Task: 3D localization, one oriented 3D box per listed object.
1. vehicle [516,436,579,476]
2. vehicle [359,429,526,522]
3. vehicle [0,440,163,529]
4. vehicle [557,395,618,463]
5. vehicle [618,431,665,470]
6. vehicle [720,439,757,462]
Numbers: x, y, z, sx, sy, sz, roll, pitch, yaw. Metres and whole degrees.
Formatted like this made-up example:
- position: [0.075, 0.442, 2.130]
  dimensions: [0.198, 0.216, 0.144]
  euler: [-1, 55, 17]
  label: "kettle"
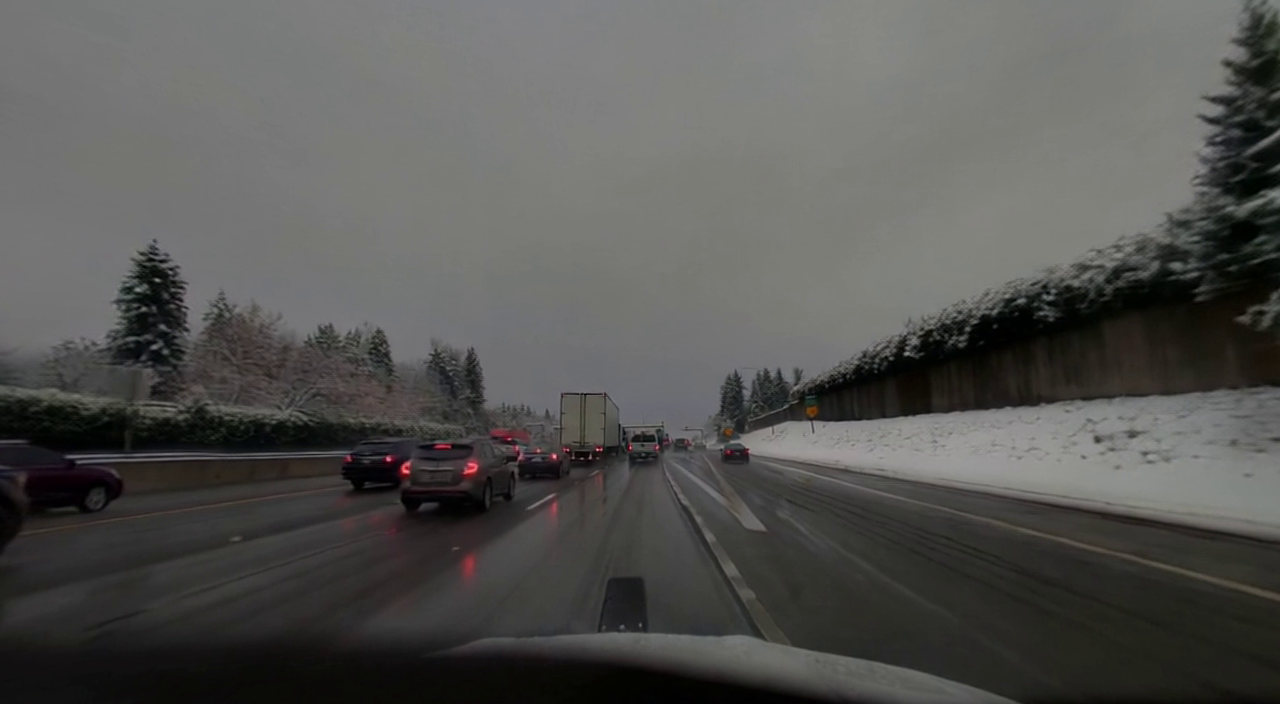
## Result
- position: [-4.025, 4.594, 28.012]
  dimensions: [2.124, 1.627, 3.863]
  euler: [0, -8, 1]
  label: "vehicle"
- position: [-3.795, 2.448, 13.103]
  dimensions: [1.866, 1.568, 4.603]
  euler: [0, -8, 2]
  label: "vehicle"
- position: [-11.750, 2.403, 11.829]
  dimensions: [1.997, 1.477, 4.546]
  euler: [0, -8, 1]
  label: "vehicle"
- position: [-3.712, 6.304, 49.589]
  dimensions: [3.348, 4.469, 16.443]
  euler: [0, -9, 0]
  label: "vehicle"
- position: [0.087, 5.193, 33.365]
  dimensions: [2.325, 1.864, 4.128]
  euler: [0, -8, 1]
  label: "vehicle"
- position: [6.721, 6.779, 43.374]
  dimensions: [2.176, 1.493, 3.955]
  euler: [-1, -8, 4]
  label: "vehicle"
